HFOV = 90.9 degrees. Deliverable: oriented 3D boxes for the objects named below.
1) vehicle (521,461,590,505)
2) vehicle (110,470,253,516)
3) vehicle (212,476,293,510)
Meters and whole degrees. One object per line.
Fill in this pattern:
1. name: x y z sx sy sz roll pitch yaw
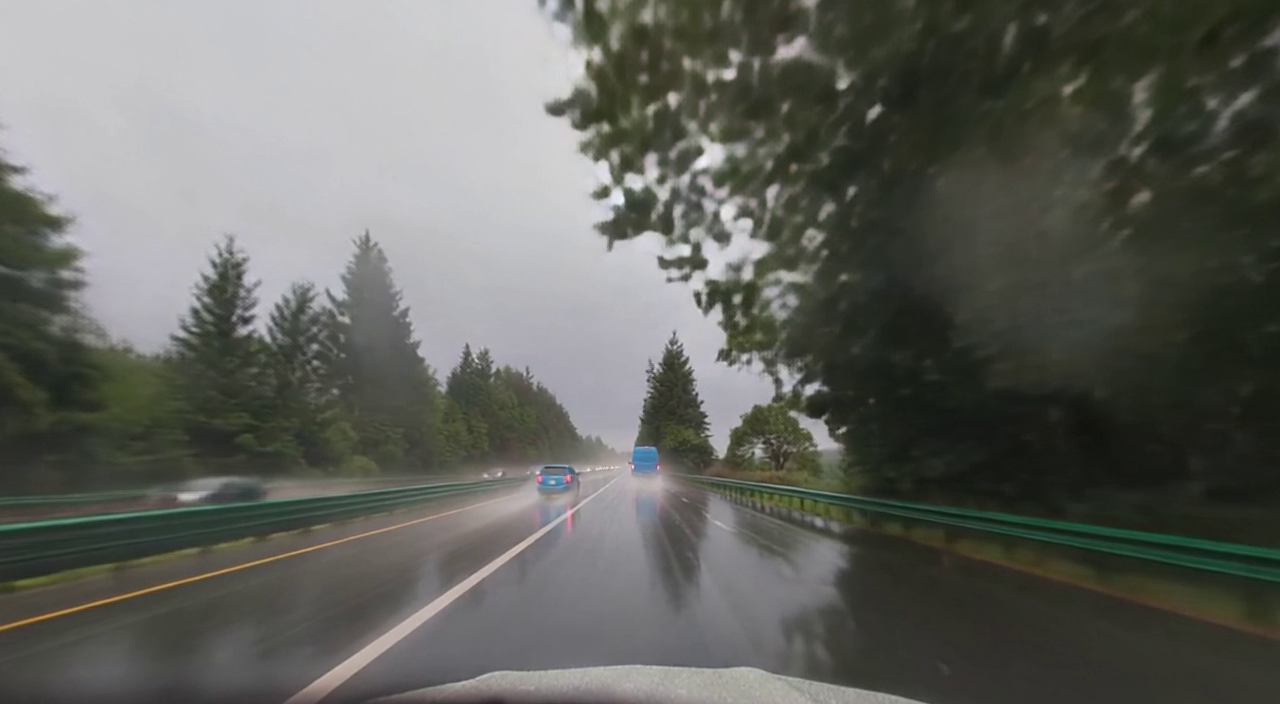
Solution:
1. vehicle: -3.119 4.985 24.152 2.038 1.490 4.391 1 -11 0
2. vehicle: -16.423 5.036 22.916 1.862 1.449 4.441 1 -11 0
3. vehicle: -16.466 5.984 26.908 1.663 1.301 2.750 1 -11 0
